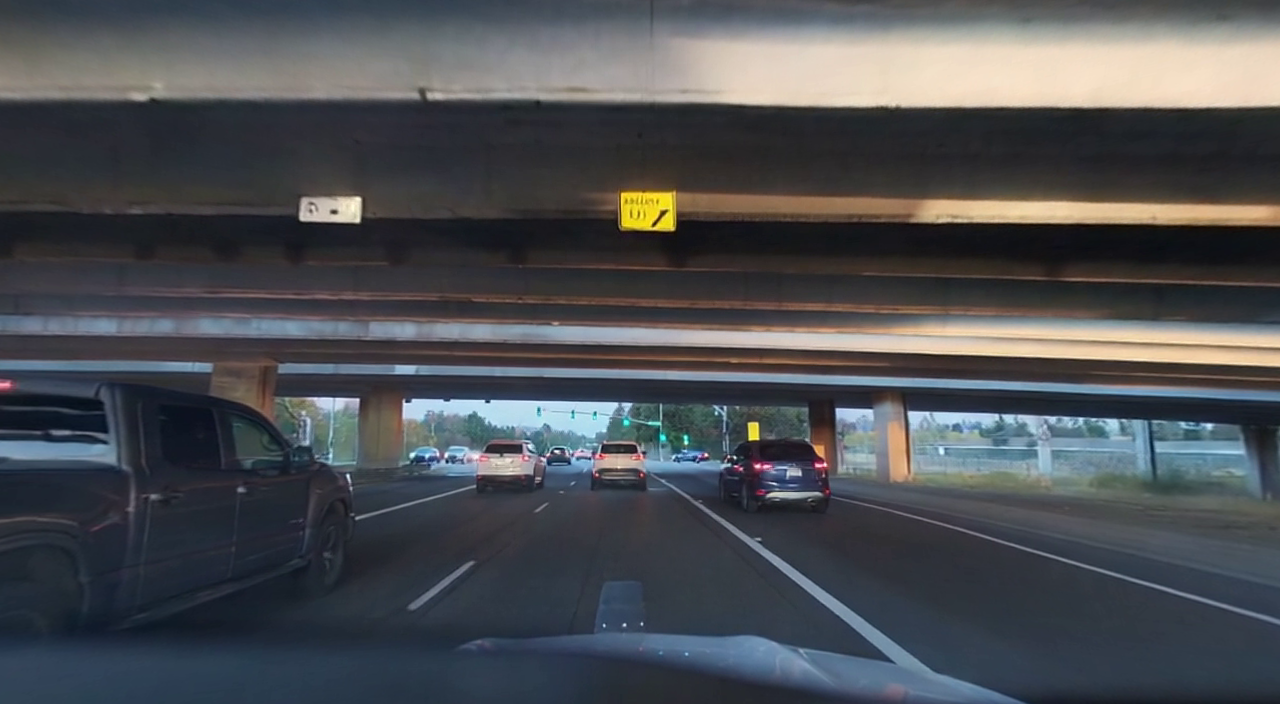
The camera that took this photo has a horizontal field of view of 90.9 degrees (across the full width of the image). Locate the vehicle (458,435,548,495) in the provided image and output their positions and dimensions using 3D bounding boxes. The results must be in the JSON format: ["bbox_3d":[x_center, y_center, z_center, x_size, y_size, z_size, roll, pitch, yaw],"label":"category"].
[{"bbox_3d":[-4.255,3.578,20.313,2.127,1.720,4.064,0,-8,-2],"label":"vehicle"}]

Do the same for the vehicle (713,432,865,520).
[{"bbox_3d":[3.292,2.871,15.300,2.234,1.720,5.378,0,-8,-2],"label":"vehicle"}]

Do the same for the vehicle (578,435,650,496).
[{"bbox_3d":[-0.818,3.557,20.120,2.097,1.748,3.794,0,-8,-2],"label":"vehicle"}]

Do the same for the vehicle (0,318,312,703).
[{"bbox_3d":[-3.677,0.789,2.704,2.074,1.814,4.596,0,-8,-1],"label":"vehicle"}]

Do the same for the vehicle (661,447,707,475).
[{"bbox_3d":[2.444,6.193,36.099,2.026,1.457,3.969,1,-8,-5],"label":"vehicle"}]

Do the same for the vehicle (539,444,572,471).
[{"bbox_3d":[-5.325,6.691,40.085,1.829,1.614,3.611,1,-8,-4],"label":"vehicle"}]
